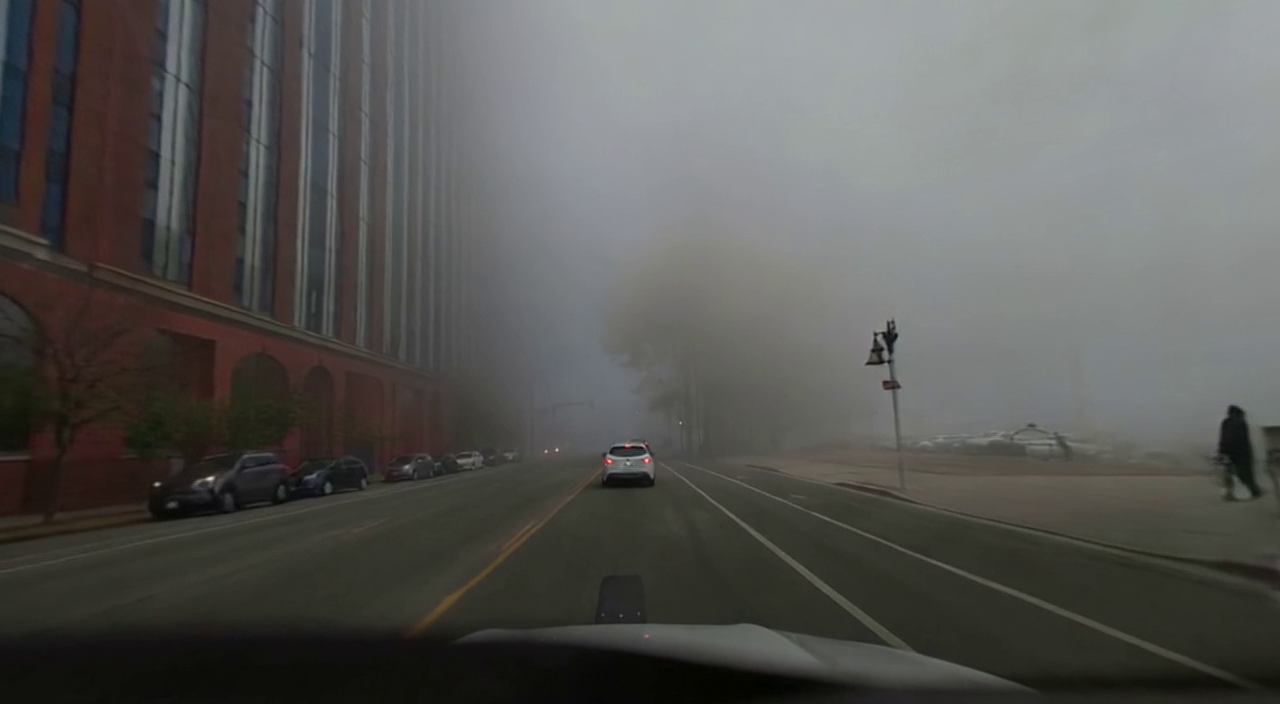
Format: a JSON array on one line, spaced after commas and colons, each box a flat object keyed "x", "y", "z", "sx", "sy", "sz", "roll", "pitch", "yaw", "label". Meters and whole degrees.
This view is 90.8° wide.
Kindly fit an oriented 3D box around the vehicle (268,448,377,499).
[{"x": -11.847, "y": 4.523, "z": 23.975, "sx": 1.881, "sy": 1.686, "sz": 4.451, "roll": 0, "pitch": -8, "yaw": -1, "label": "vehicle"}]

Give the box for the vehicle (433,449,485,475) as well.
[{"x": -11.675, "y": 7.095, "z": 41.125, "sx": 1.991, "sy": 1.507, "sz": 4.879, "roll": 0, "pitch": -8, "yaw": 0, "label": "vehicle"}]

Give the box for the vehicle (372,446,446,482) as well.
[{"x": -11.915, "y": 5.785, "z": 32.979, "sx": 2.077, "sy": 1.732, "sz": 4.704, "roll": 0, "pitch": -8, "yaw": 1, "label": "vehicle"}]

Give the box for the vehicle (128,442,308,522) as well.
[{"x": -11.950, "y": 3.648, "z": 18.389, "sx": 2.114, "sy": 1.938, "sz": 4.590, "roll": -1, "pitch": -8, "yaw": -1, "label": "vehicle"}]

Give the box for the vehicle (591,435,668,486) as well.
[{"x": -0.296, "y": 3.473, "z": 20.510, "sx": 2.269, "sy": 1.479, "sz": 3.980, "roll": 0, "pitch": -8, "yaw": 0, "label": "vehicle"}]
